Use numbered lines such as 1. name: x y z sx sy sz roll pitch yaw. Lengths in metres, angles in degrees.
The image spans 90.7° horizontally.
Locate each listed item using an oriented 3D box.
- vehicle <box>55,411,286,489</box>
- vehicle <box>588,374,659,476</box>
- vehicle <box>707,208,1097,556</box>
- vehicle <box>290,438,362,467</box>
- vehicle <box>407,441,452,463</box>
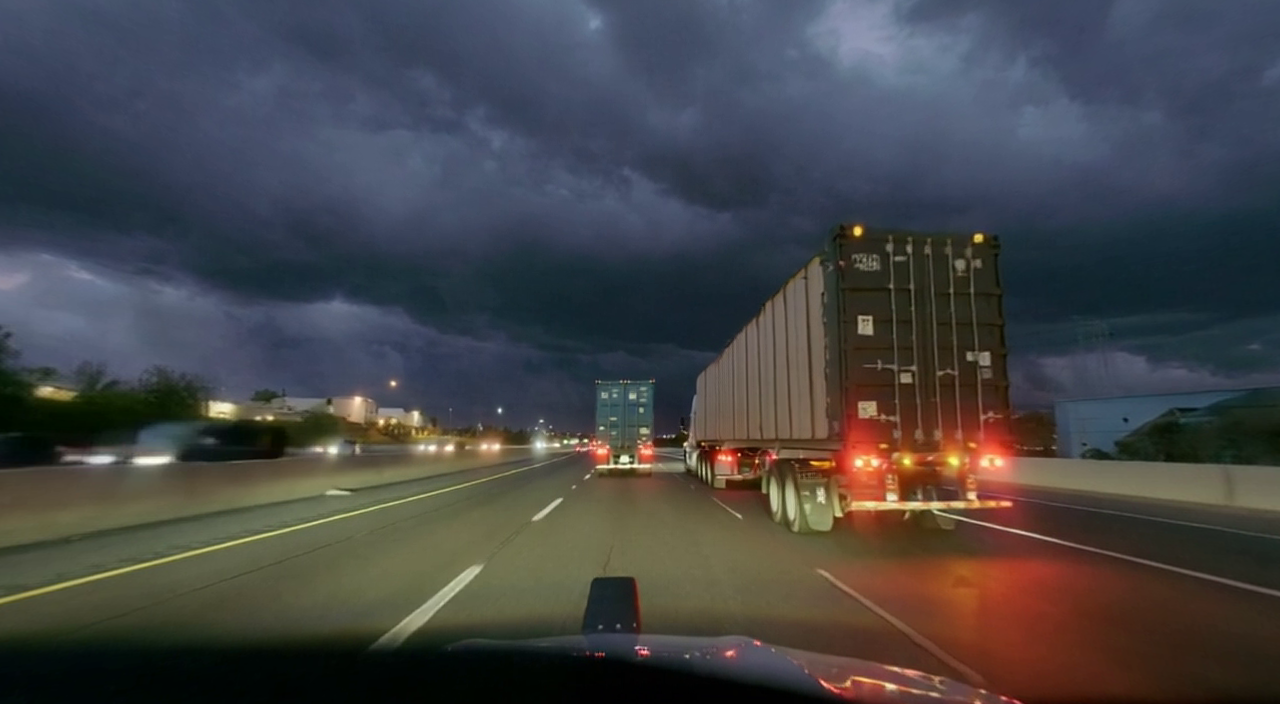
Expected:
1. vehicle: -12.528 2.698 17.589 2.220 1.787 5.560 0 -8 -1
2. vehicle: -0.558 3.833 31.670 2.841 4.071 12.046 -1 -8 1
3. vehicle: 3.649 1.198 13.705 2.803 4.072 12.744 0 -8 -1
4. vehicle: -17.782 5.700 36.088 1.897 1.498 4.642 0 -8 -2
5. vehicle: -14.341 6.829 43.338 1.814 1.449 4.409 0 -8 -3
